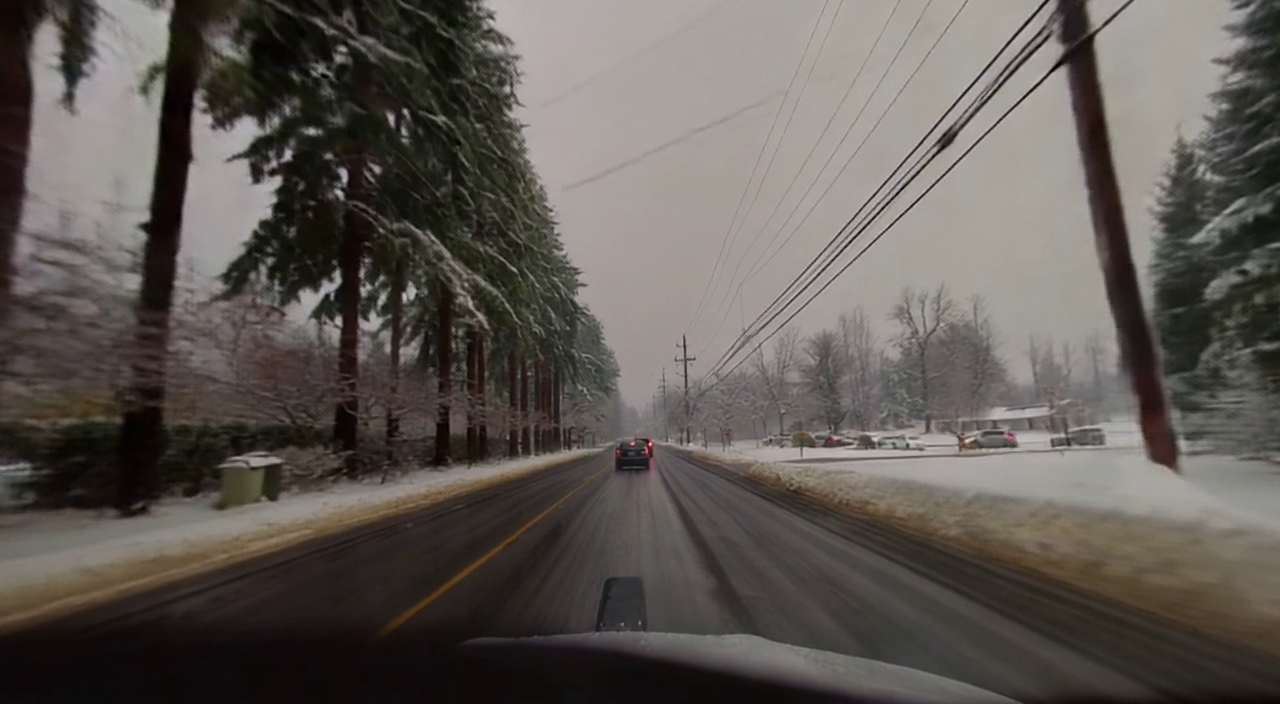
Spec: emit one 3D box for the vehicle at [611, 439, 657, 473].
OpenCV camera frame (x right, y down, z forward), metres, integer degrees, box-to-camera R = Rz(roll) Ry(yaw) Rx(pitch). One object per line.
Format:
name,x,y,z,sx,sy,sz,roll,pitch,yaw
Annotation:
vehicle,-0.275,4.875,29.598,1.991,1.463,3.988,0,-9,0
